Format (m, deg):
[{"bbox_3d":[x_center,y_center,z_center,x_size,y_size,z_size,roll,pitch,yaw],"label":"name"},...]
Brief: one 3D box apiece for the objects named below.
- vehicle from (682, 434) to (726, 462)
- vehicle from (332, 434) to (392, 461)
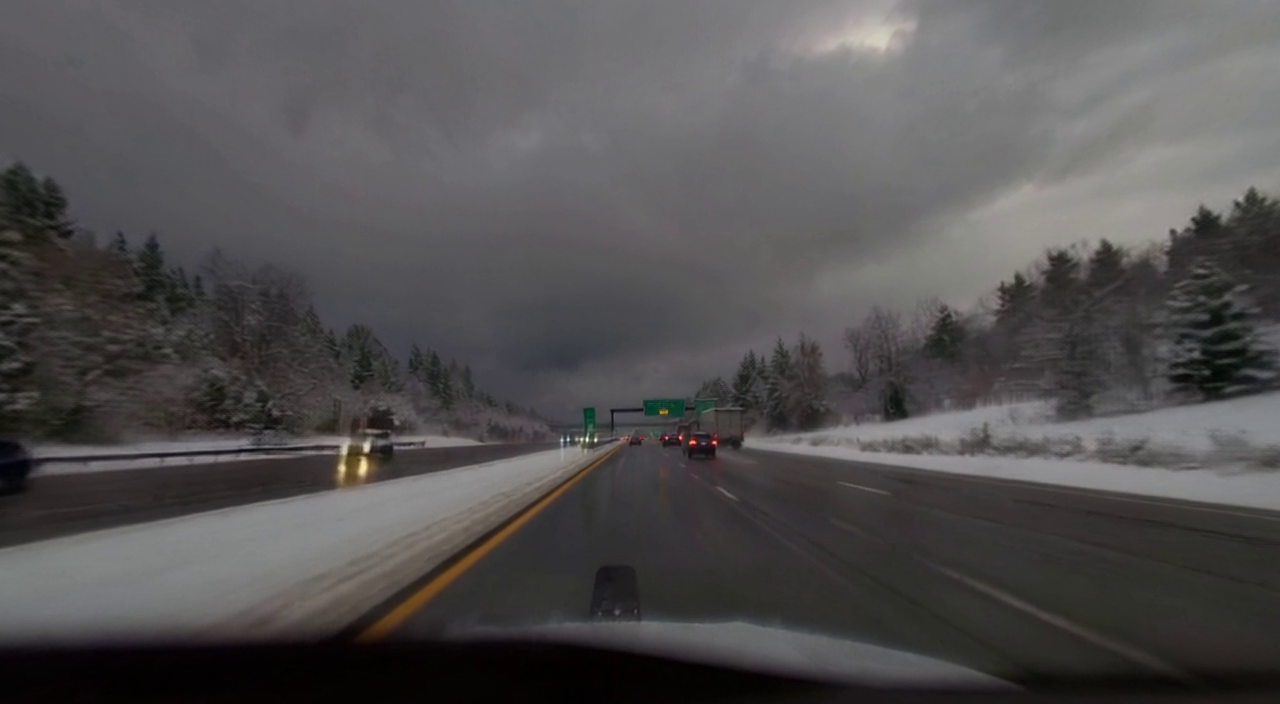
[{"bbox_3d":[3.678,5.587,36.972,1.986,1.501,4.529,0,-8,-2],"label":"vehicle"},{"bbox_3d":[-17.017,5.835,38.763,1.831,1.586,4.051,0,-8,0],"label":"vehicle"}]
